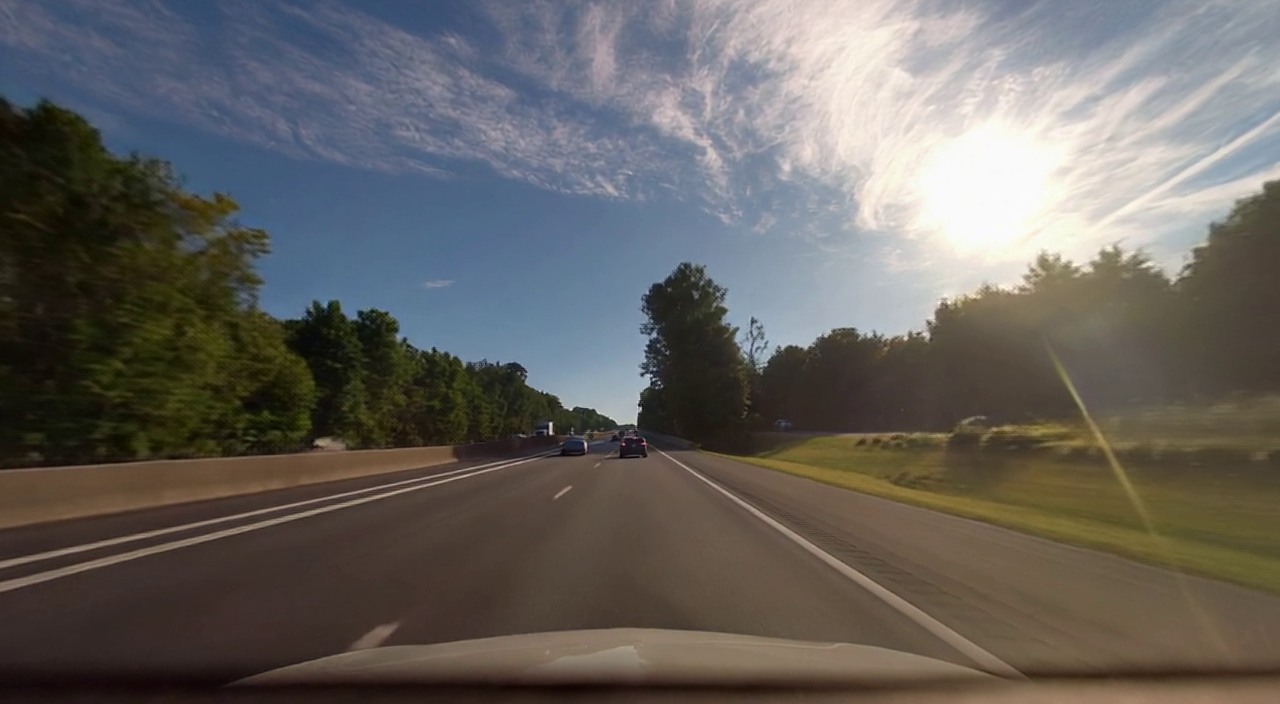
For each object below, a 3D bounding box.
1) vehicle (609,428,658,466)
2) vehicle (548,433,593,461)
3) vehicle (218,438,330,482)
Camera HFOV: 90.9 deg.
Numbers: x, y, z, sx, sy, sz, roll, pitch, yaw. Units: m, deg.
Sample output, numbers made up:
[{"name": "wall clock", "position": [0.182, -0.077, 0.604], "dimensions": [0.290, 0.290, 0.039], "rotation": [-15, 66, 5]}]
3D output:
[{"name": "vehicle", "position": [-0.298, 4.508, 30.025], "dimensions": [2.134, 1.654, 4.174], "rotation": [0, -8, 0]}, {"name": "vehicle", "position": [-3.882, 5.392, 35.935], "dimensions": [2.030, 1.491, 4.046], "rotation": [0, -8, 1]}, {"name": "vehicle", "position": [-12.970, 3.817, 22.616], "dimensions": [1.768, 1.401, 3.810], "rotation": [0, -8, -1]}]
